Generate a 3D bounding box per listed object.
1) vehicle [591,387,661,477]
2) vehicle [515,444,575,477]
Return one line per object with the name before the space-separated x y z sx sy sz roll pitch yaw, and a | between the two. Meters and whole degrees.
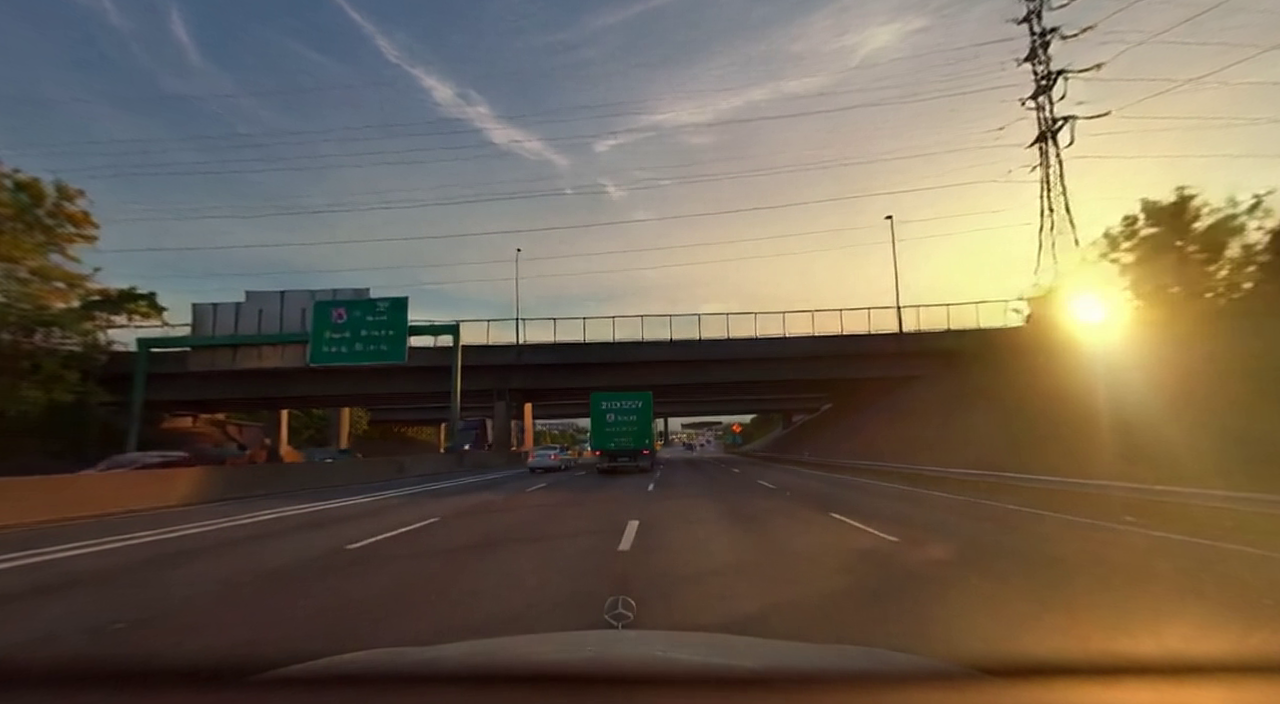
vehicle | -0.417 4.543 34.526 3.025 4.002 12.709 -1 -9 2
vehicle | -4.542 5.268 30.713 1.958 1.467 4.737 -1 -9 3
